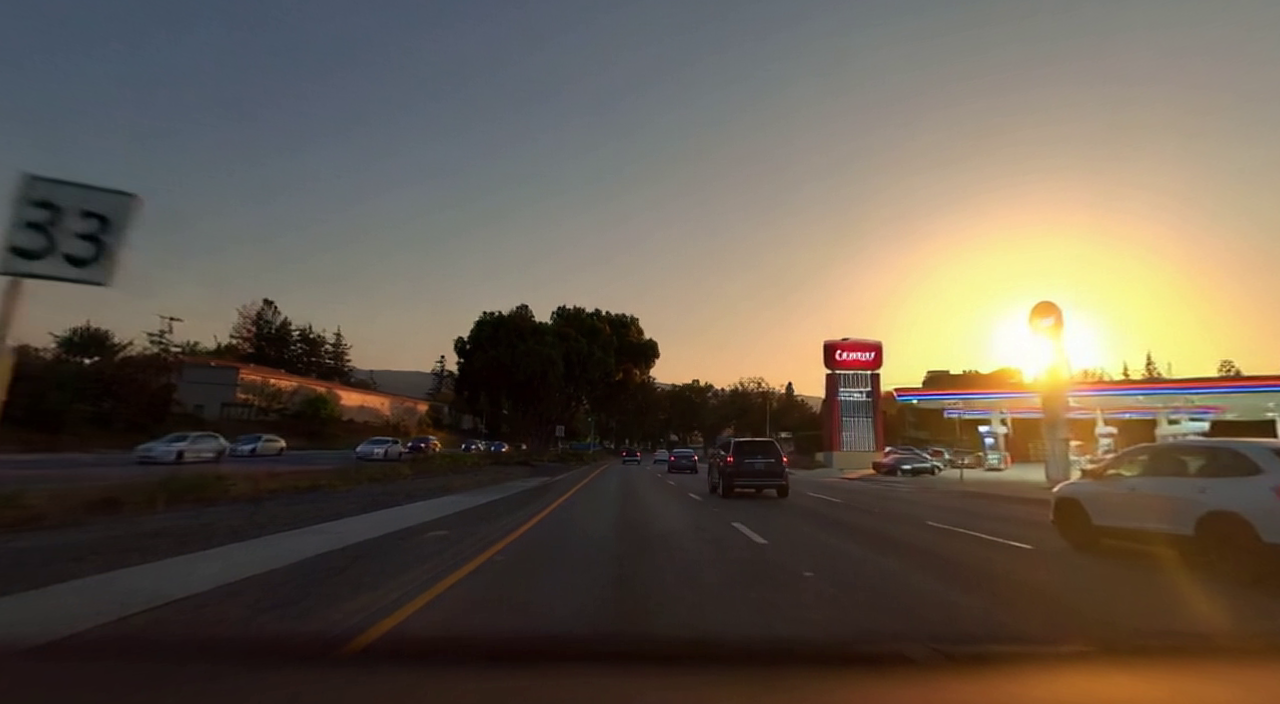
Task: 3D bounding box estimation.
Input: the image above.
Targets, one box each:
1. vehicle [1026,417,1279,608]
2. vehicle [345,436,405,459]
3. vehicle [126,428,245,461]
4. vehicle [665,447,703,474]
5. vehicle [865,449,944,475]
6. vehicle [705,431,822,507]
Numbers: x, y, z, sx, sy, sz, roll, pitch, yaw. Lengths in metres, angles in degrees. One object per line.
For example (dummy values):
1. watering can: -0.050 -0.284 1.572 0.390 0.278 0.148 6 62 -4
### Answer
1. vehicle: 6.413 1.575 6.746 1.881 1.604 4.289 0 -8 1
2. vehicle: -17.576 6.370 42.054 1.920 1.473 4.524 0 -8 2
3. vehicle: -21.453 4.415 30.019 2.124 1.459 4.591 0 -8 2
4. vehicle: 2.688 6.753 39.504 2.012 1.612 4.114 0 -8 -1
5. vehicle: 18.304 7.638 43.718 4.587 1.710 1.969 1 -9 -7
6. vehicle: 3.175 3.144 17.393 2.184 1.777 4.712 0 -8 -1
